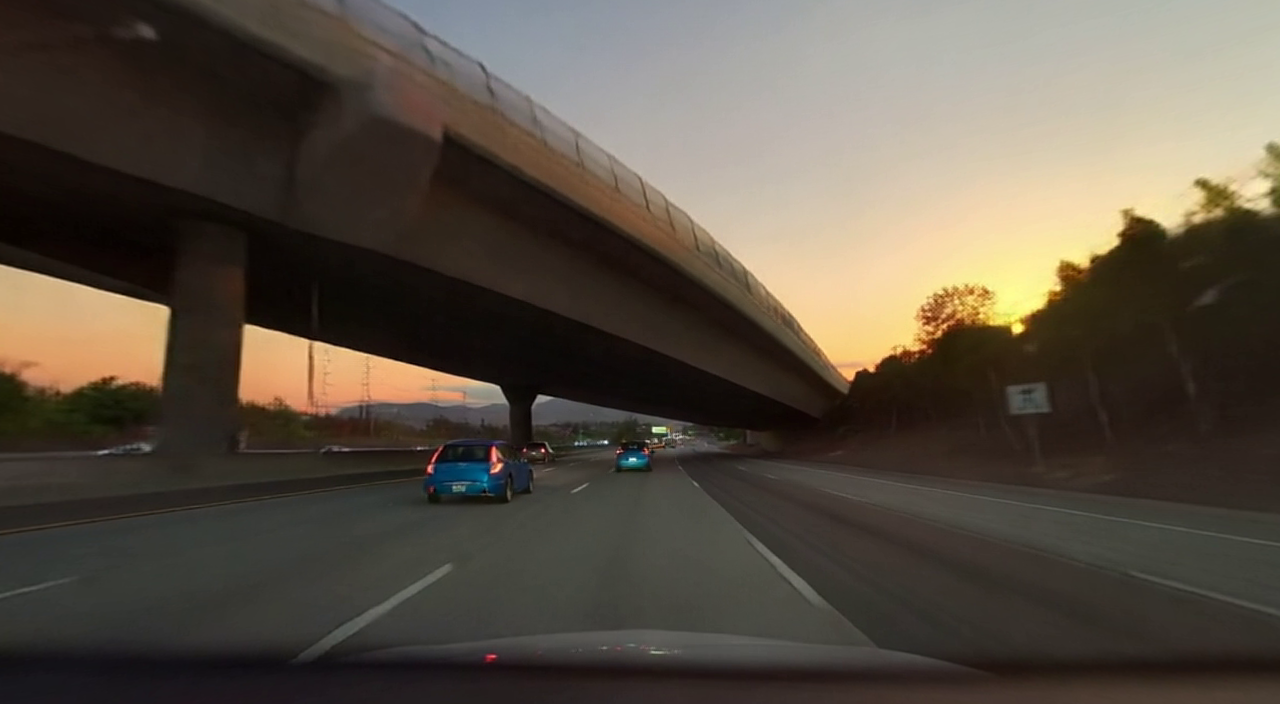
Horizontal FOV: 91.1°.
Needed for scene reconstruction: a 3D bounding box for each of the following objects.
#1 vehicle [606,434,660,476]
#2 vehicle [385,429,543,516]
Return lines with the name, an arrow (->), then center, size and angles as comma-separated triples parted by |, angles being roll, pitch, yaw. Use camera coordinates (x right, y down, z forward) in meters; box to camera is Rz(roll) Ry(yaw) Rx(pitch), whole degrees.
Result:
vehicle -> -0.246, 4.460, 27.372 | 2.155, 1.690, 4.318 | 0, -9, 1
vehicle -> -3.664, 2.606, 14.101 | 2.124, 1.607, 4.531 | 0, -9, 2
